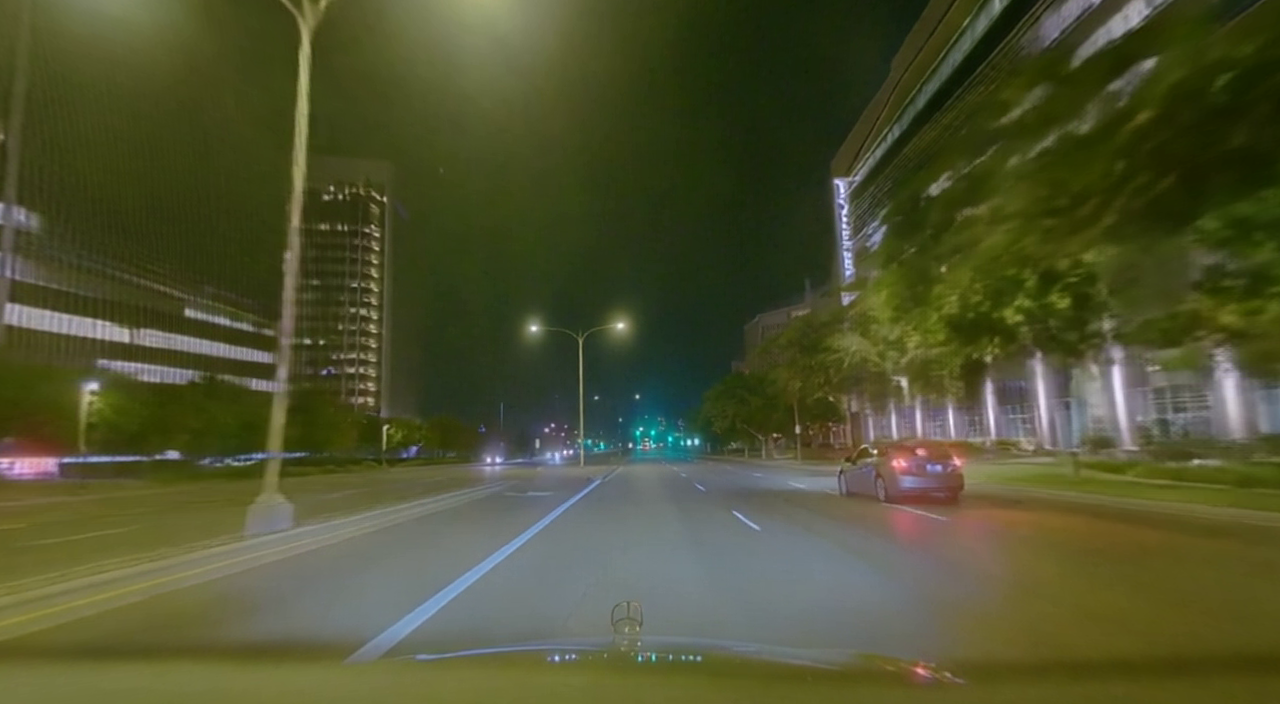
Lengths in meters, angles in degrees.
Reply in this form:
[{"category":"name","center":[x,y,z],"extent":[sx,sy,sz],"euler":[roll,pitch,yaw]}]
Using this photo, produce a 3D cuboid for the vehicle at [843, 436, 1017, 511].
[{"category":"vehicle","center":[6.703,2.846,15.330],"extent":[1.913,1.504,4.738],"euler":[0,-8,-1]}]
